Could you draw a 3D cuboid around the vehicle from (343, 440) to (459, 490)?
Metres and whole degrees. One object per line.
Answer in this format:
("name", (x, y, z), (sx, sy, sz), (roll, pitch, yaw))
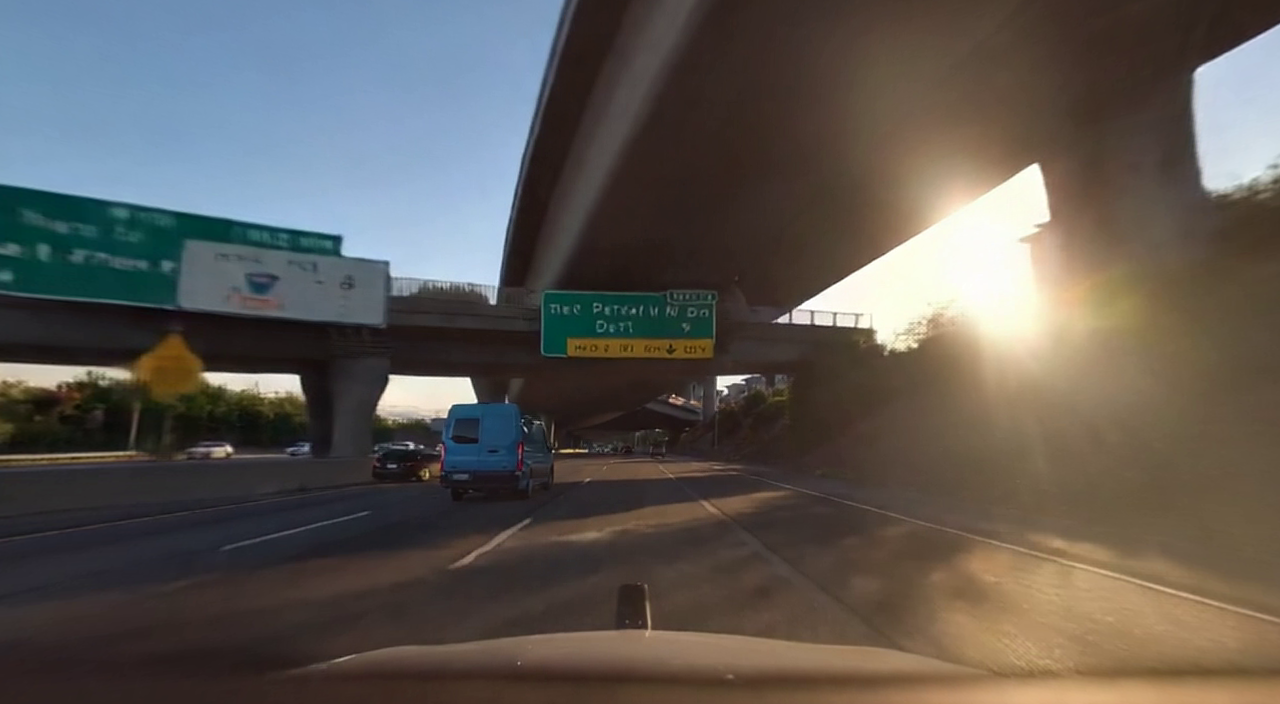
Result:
("vehicle", (-7.928, 3.779, 21.393), (1.987, 1.490, 4.781), (0, -9, 1))

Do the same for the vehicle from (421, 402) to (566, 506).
("vehicle", (-3.491, 2.608, 16.335), (2.372, 2.248, 5.393), (0, -9, 1))
